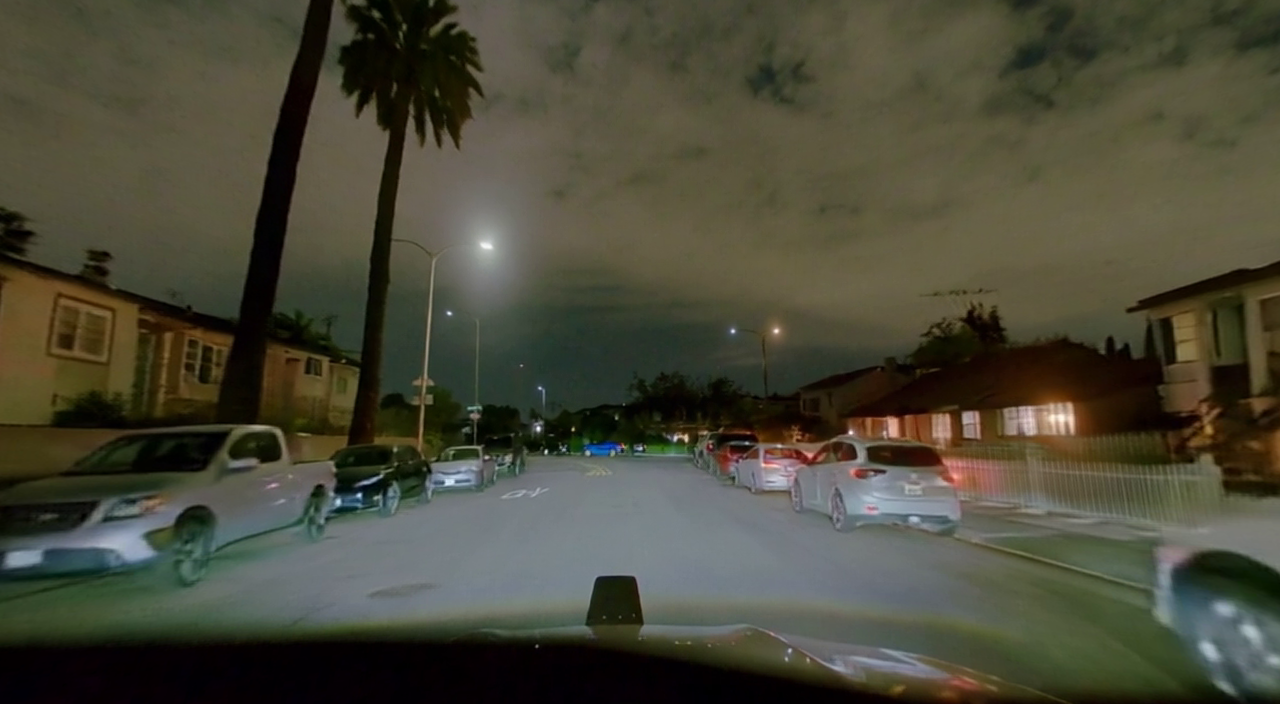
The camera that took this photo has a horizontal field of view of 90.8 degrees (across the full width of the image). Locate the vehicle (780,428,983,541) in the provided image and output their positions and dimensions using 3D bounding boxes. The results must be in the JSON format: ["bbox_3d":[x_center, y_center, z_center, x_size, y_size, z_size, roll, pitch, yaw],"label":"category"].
[{"bbox_3d":[4.072,2.290,11.561,1.998,1.649,4.175,0,-8,-1],"label":"vehicle"}]

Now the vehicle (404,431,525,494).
[{"bbox_3d":[-5.709,3.687,21.555,2.316,1.808,5.876,0,-8,1],"label":"vehicle"}]

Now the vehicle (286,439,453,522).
[{"bbox_3d":[-5.788,2.774,14.266,1.849,1.531,4.562,0,-8,-1],"label":"vehicle"}]

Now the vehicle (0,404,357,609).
[{"bbox_3d":[-5.710,1.779,8.316,1.963,1.859,4.884,0,-8,-4],"label":"vehicle"}]

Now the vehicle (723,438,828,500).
[{"bbox_3d":[3.752,3.304,18.387,1.958,1.485,4.819,2,-8,0],"label":"vehicle"}]

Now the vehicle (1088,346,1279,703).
[{"bbox_3d":[3.857,0.699,1.455,2.116,1.817,4.652,0,-8,-1],"label":"vehicle"}]
